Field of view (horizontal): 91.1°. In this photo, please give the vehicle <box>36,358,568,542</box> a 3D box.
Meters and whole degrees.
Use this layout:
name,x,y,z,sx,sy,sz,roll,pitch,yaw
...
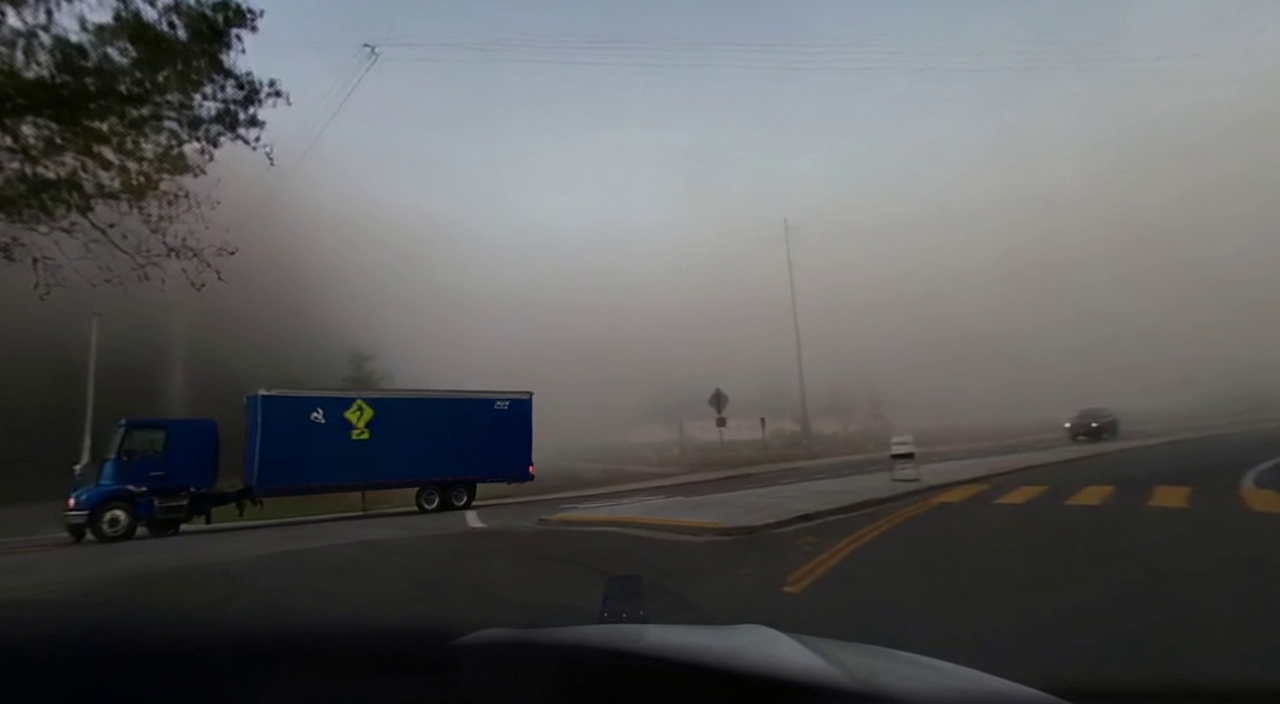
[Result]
name,x,y,z,sx,sy,sz,roll,pitch,yaw
vehicle,-6.747,2.168,14.396,9.680,3.326,2.838,3,-9,-19

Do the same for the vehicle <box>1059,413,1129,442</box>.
name,x,y,z,sx,sy,sz,roll,pitch,yaw
vehicle,25.867,4.328,35.731,4.075,1.523,1.837,5,-10,-34
